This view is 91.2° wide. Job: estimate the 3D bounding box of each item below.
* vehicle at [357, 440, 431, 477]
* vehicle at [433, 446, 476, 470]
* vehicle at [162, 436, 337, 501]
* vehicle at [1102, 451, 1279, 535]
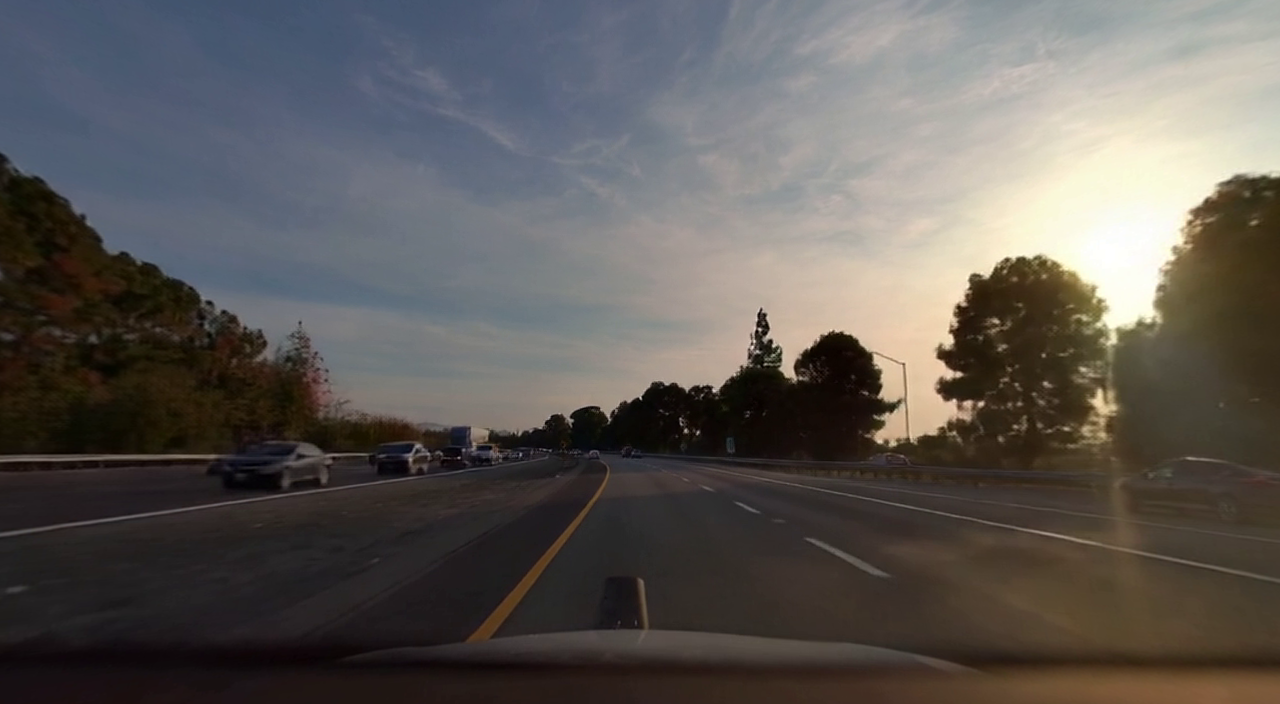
[{"bbox_3d":[-11.357,4.933,29.253,1.924,1.579,4.165,0,-9,-3],"label":"vehicle"},{"bbox_3d":[-12.104,6.948,41.111,1.817,1.455,3.867,0,-9,-3],"label":"vehicle"},{"bbox_3d":[-10.405,3.130,17.254,1.946,1.519,4.791,0,-9,-3],"label":"vehicle"},{"bbox_3d":[12.946,2.962,13.810,1.941,1.536,4.585,0,-9,-1],"label":"vehicle"}]
